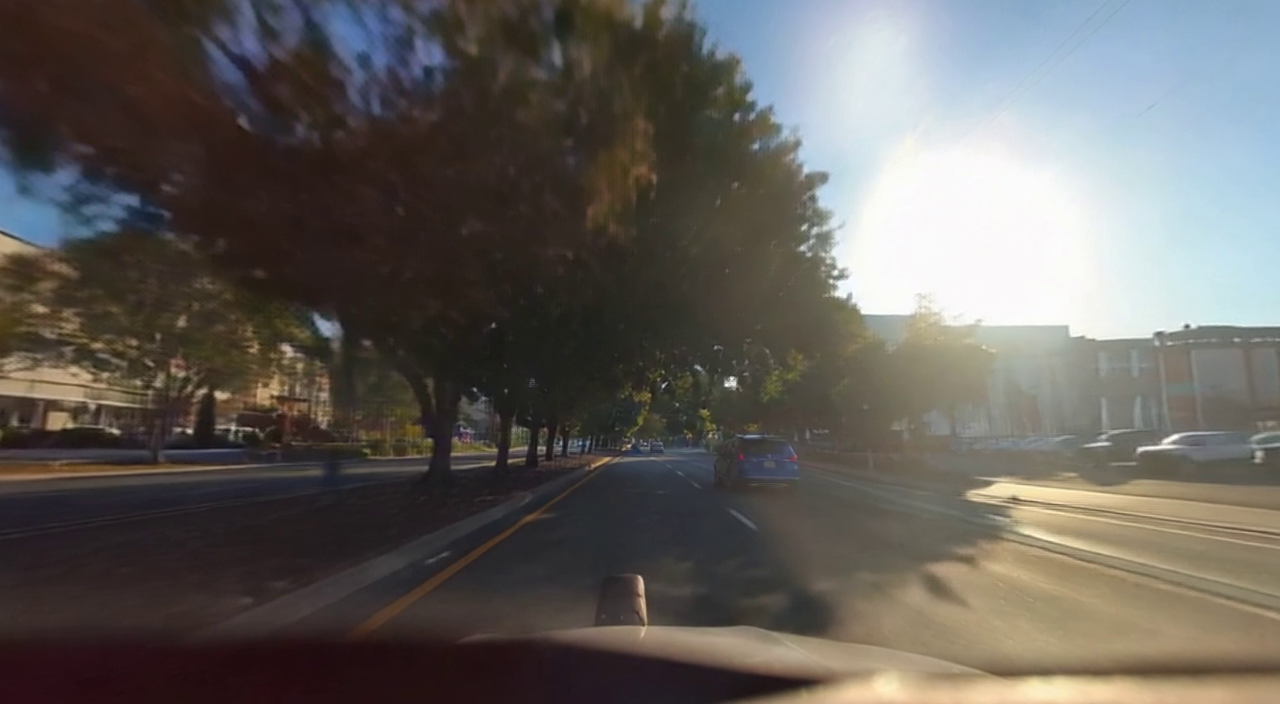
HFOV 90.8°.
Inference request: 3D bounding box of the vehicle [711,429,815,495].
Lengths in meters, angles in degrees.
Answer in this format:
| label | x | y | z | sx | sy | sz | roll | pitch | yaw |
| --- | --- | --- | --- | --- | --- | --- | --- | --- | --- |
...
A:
| label | x | y | z | sx | sy | sz | roll | pitch | yaw |
| --- | --- | --- | --- | --- | --- | --- | --- | --- | --- |
| vehicle | 3.431 | 3.162 | 18.527 | 2.072 | 1.696 | 4.177 | 0 | -9 | -2 |
